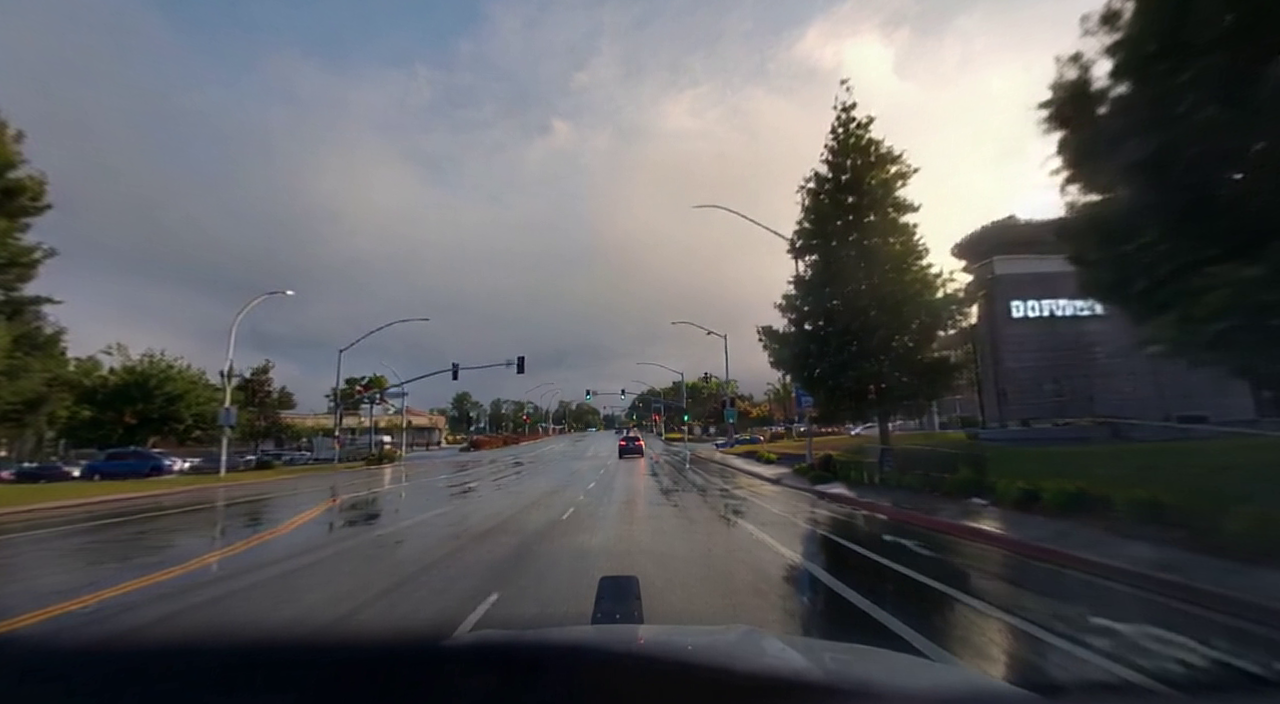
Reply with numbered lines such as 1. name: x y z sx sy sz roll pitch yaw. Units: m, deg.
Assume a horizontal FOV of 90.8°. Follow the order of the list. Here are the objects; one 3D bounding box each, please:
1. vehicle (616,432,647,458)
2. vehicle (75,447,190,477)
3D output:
1. vehicle: -0.581 6.273 42.594 2.024 1.628 4.774 0 -8 -1
2. vehicle: -30.625 6.625 38.272 5.136 1.723 1.953 0 -8 -3
